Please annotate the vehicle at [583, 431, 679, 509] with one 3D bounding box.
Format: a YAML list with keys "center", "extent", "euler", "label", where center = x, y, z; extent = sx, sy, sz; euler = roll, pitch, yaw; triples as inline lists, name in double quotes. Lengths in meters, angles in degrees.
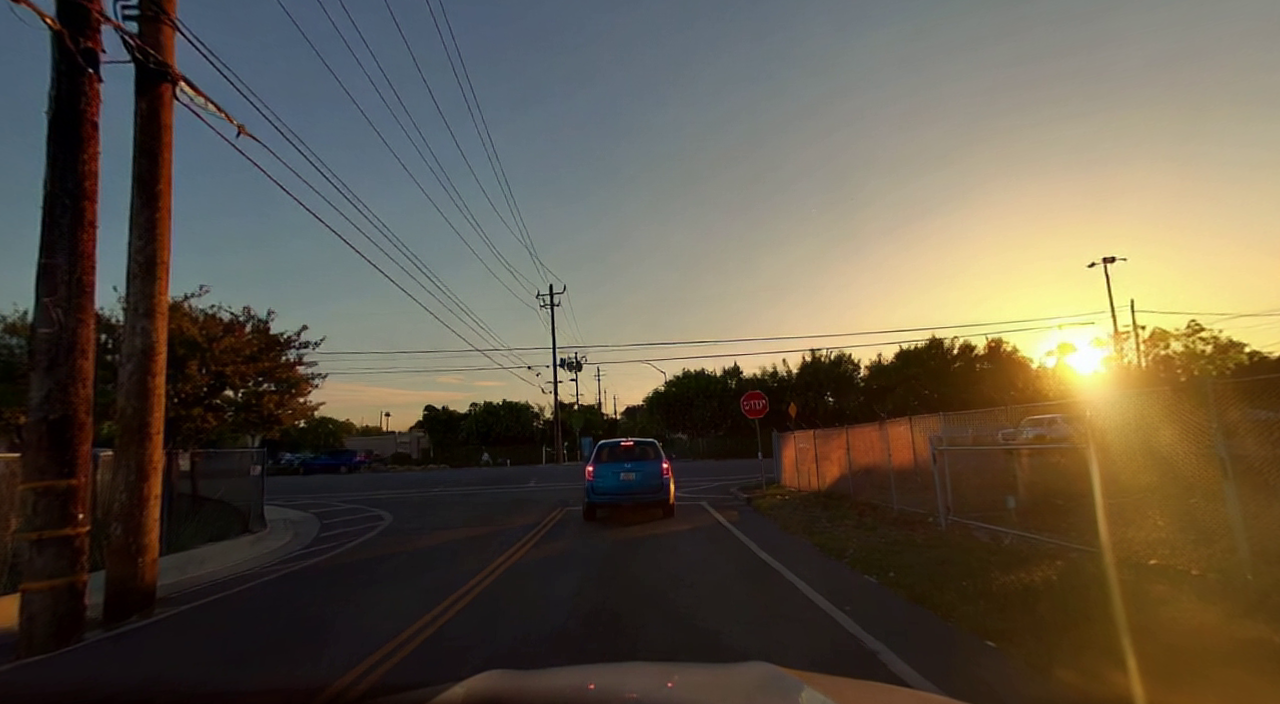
- center: [-0.261, 2.920, 16.136]
  extent: [2.137, 1.698, 4.166]
  euler: [0, -8, -2]
  label: "vehicle"

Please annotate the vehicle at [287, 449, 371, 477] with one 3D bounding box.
- center: [-20.106, 7.187, 40.984]
  extent: [4.415, 1.753, 2.029]
  euler: [-1, -9, 8]
  label: "vehicle"
